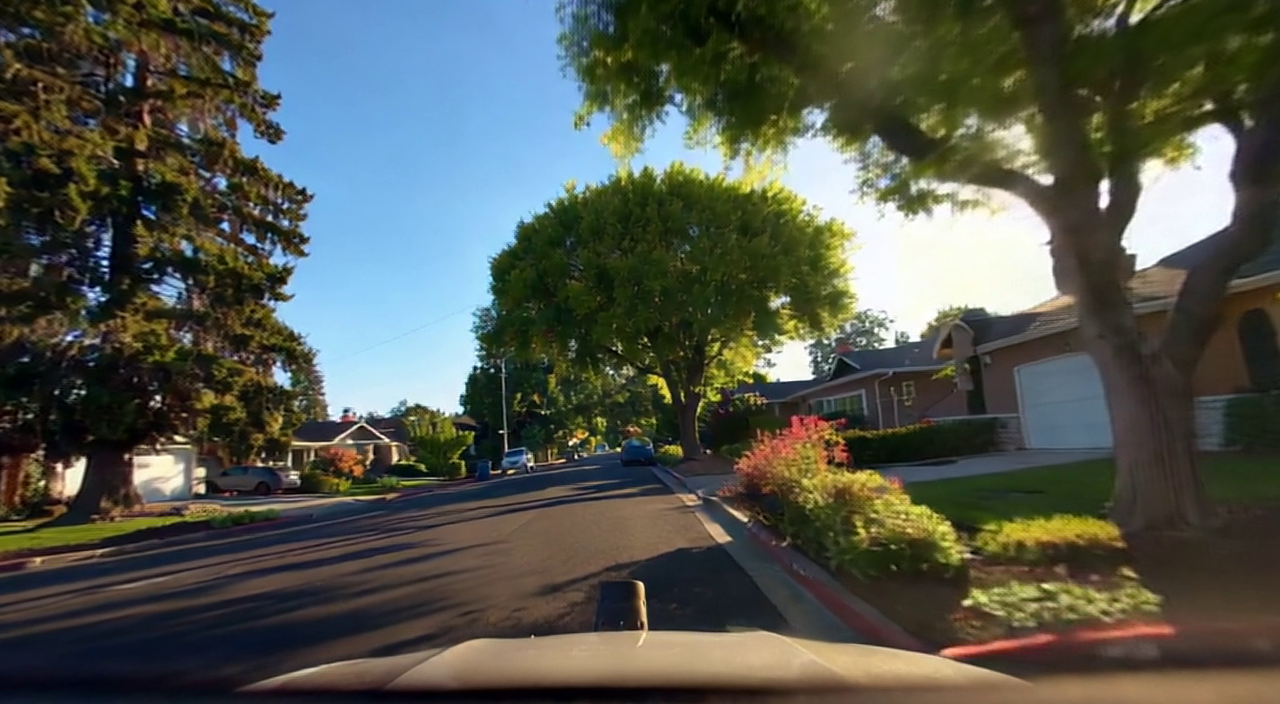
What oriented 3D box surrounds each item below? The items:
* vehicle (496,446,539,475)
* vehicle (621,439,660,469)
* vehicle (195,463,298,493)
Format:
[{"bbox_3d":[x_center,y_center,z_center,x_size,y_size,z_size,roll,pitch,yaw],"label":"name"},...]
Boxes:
[{"bbox_3d":[-8.810,7.838,45.905,2.208,1.834,4.675,-4,-8,-2],"label":"vehicle"},{"bbox_3d":[-0.045,5.841,36.209,2.005,1.553,3.984,0,-9,-3],"label":"vehicle"},{"bbox_3d":[-21.639,6.941,34.860,4.404,1.495,1.844,0,-9,0],"label":"vehicle"}]
